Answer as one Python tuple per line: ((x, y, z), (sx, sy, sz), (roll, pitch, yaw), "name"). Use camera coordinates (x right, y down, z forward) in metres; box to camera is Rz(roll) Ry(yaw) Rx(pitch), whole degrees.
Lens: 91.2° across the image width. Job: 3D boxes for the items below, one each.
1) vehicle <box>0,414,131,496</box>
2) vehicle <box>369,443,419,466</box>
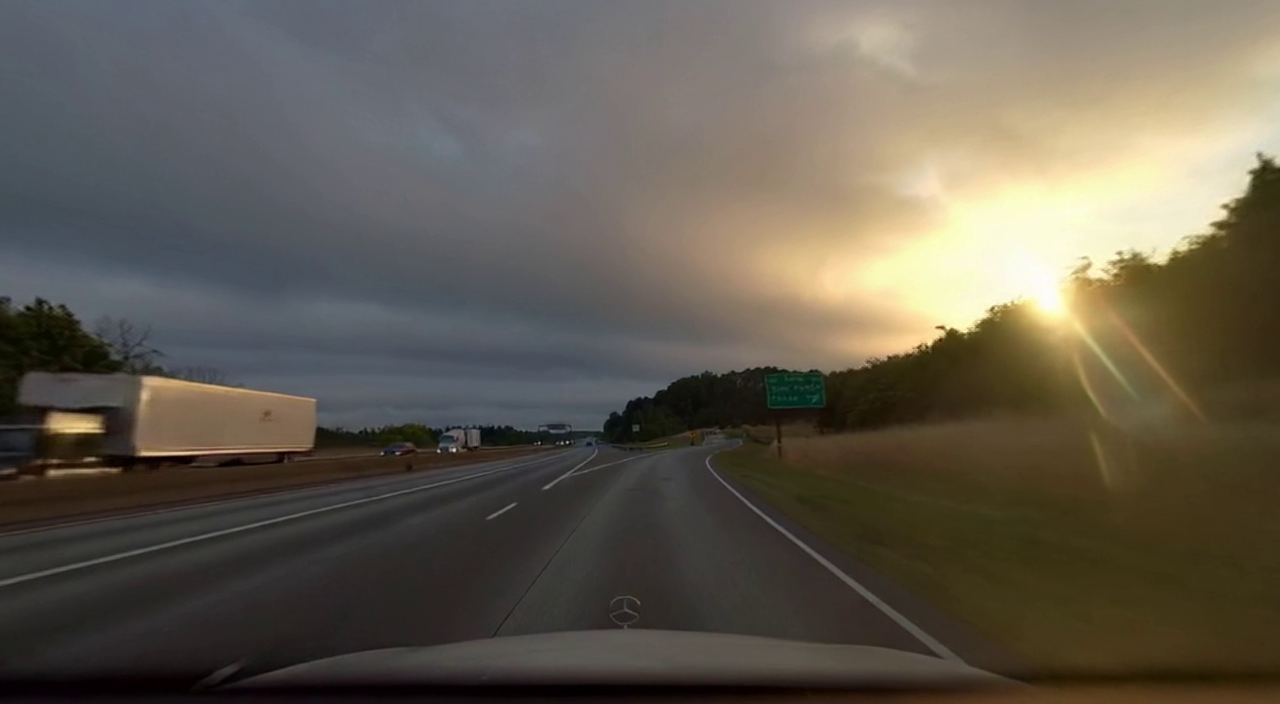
((-21.468, 3.544, 21.652), (2.313, 2.568, 6.573), (0, -9, -1), "vehicle")
((-18.051, 7.529, 46.240), (1.926, 1.617, 4.566), (0, -9, -1), "vehicle")
